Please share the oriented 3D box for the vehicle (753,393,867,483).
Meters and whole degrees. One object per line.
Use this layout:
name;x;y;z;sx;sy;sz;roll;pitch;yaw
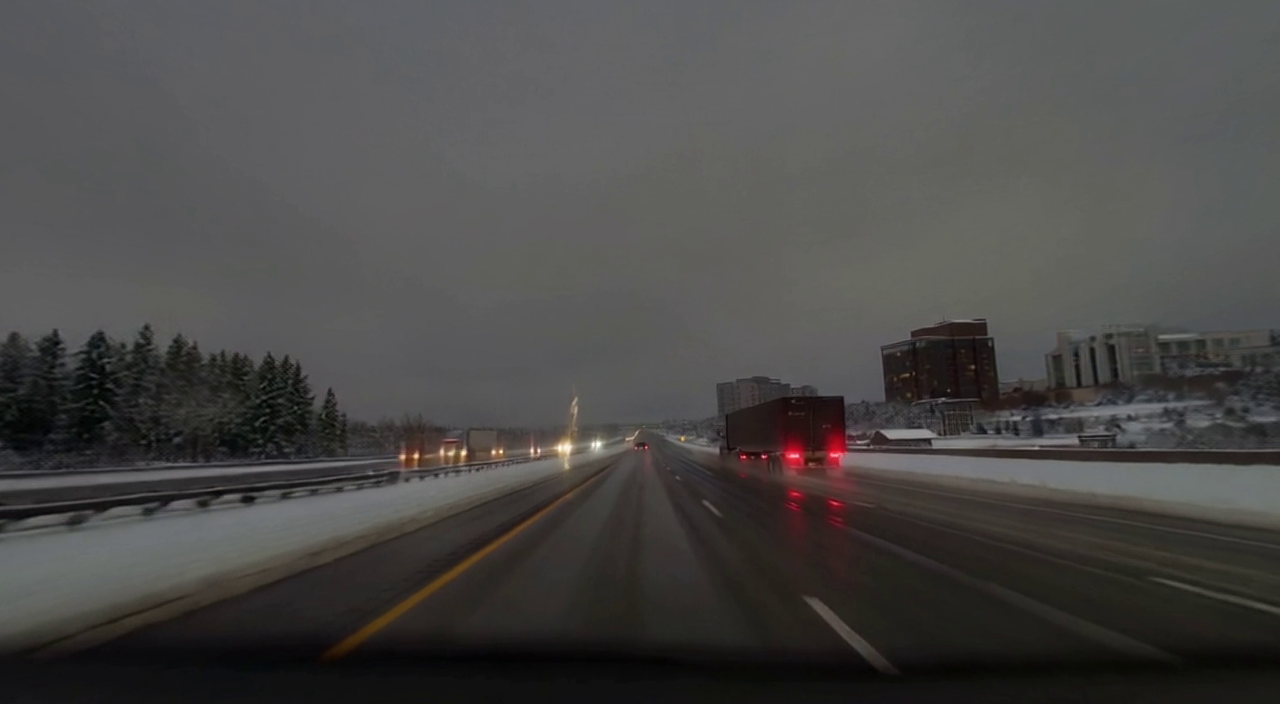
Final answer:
vehicle;6.835;3.678;26.759;2.793;3.204;7.997;0;-8;2
